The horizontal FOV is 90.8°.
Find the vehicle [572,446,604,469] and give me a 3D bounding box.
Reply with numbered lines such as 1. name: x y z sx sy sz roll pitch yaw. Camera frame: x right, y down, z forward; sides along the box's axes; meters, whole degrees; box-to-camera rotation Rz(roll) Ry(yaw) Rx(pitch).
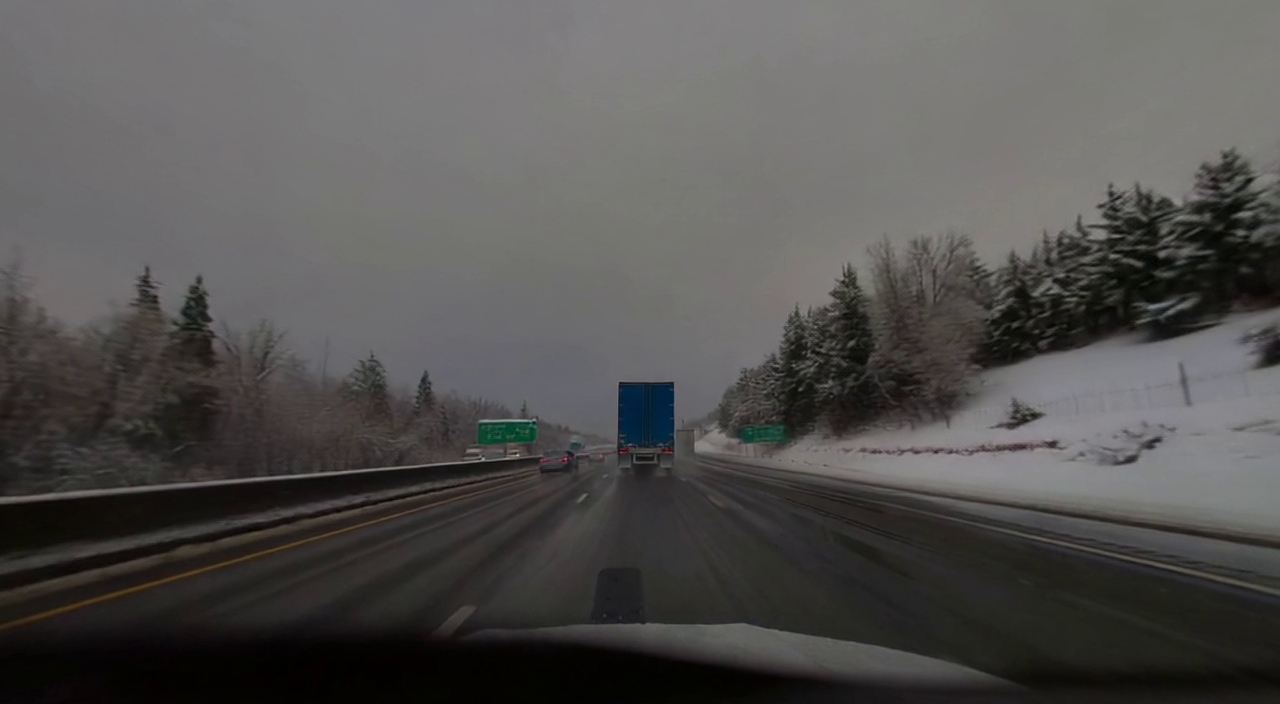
1. vehicle: -3.799 7.746 46.461 2.051 1.537 4.111 0 -9 -1

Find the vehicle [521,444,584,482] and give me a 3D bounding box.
1. vehicle: -3.720 4.813 27.615 2.053 1.489 4.740 0 -9 0

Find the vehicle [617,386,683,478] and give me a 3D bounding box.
1. vehicle: 0.337 4.390 33.600 2.919 4.048 11.010 0 -9 -1
